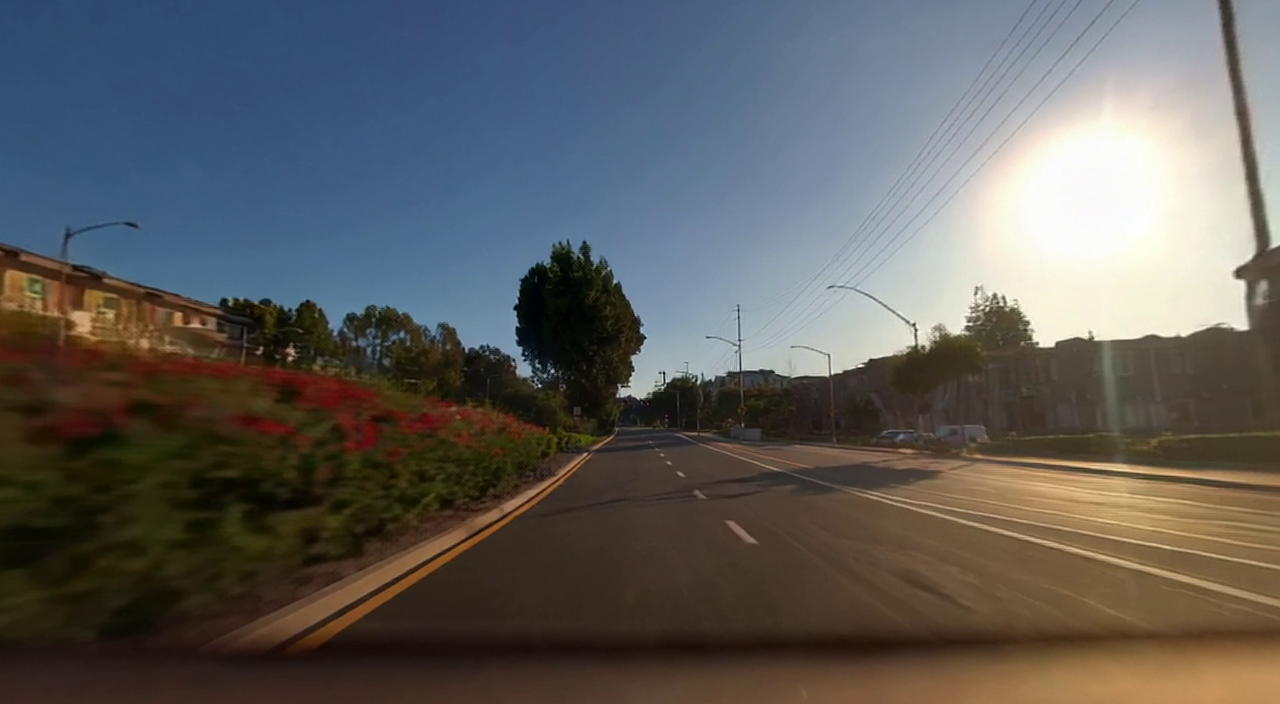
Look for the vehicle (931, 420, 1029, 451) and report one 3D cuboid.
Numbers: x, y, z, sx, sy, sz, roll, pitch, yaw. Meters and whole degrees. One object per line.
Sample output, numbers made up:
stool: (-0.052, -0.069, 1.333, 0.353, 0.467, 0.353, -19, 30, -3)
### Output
vehicle: (24.498, 6.074, 45.745, 5.603, 2.179, 2.440, -1, -9, 5)
